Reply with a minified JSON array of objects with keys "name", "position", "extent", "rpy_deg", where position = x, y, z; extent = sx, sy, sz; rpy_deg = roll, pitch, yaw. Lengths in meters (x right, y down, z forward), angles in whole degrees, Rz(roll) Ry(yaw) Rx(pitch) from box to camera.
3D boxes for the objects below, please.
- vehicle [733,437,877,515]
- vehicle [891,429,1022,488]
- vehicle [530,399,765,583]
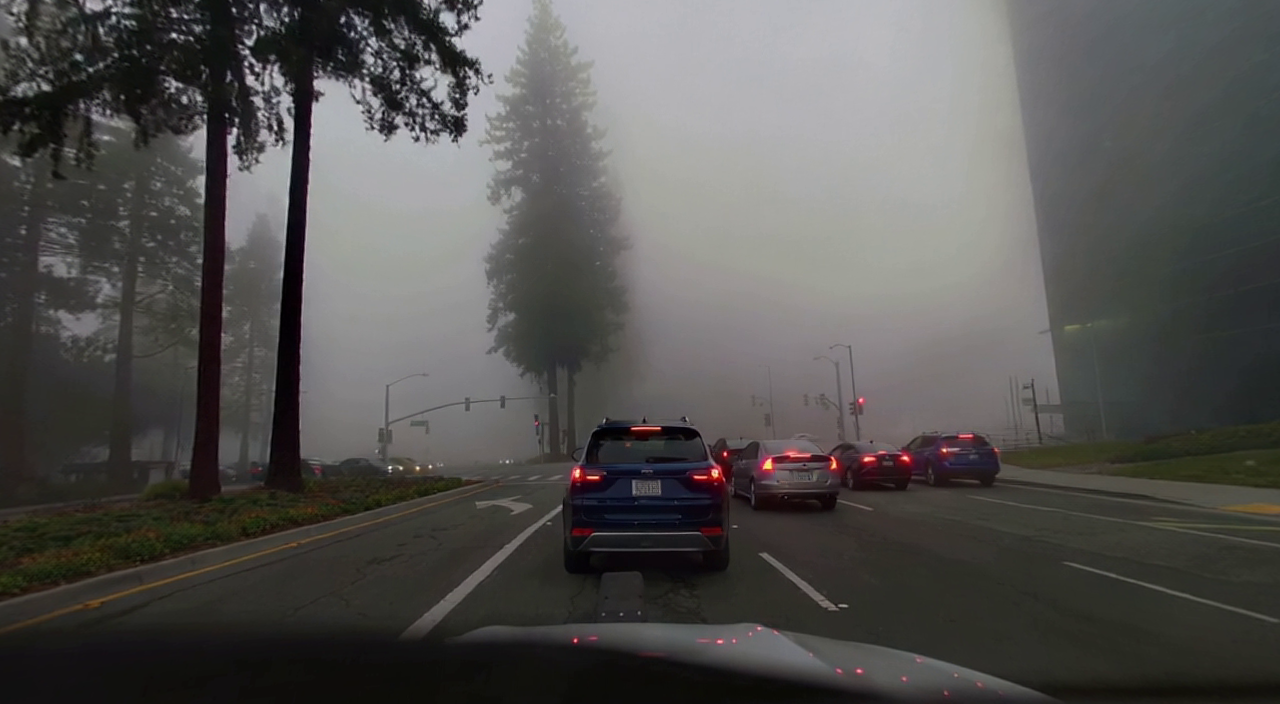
[{"name":"vehicle","position":[3.494,2.712,14.357],"extent":[1.997,1.471,4.321],"rpy_deg":[0,-9,-1]},{"name":"vehicle","position":[10.858,3.693,22.124],"extent":[2.123,1.812,4.553],"rpy_deg":[0,-9,-1]},{"name":"vehicle","position":[0.065,1.654,8.257],"extent":[2.266,1.762,4.131],"rpy_deg":[0,-9,0]}]
